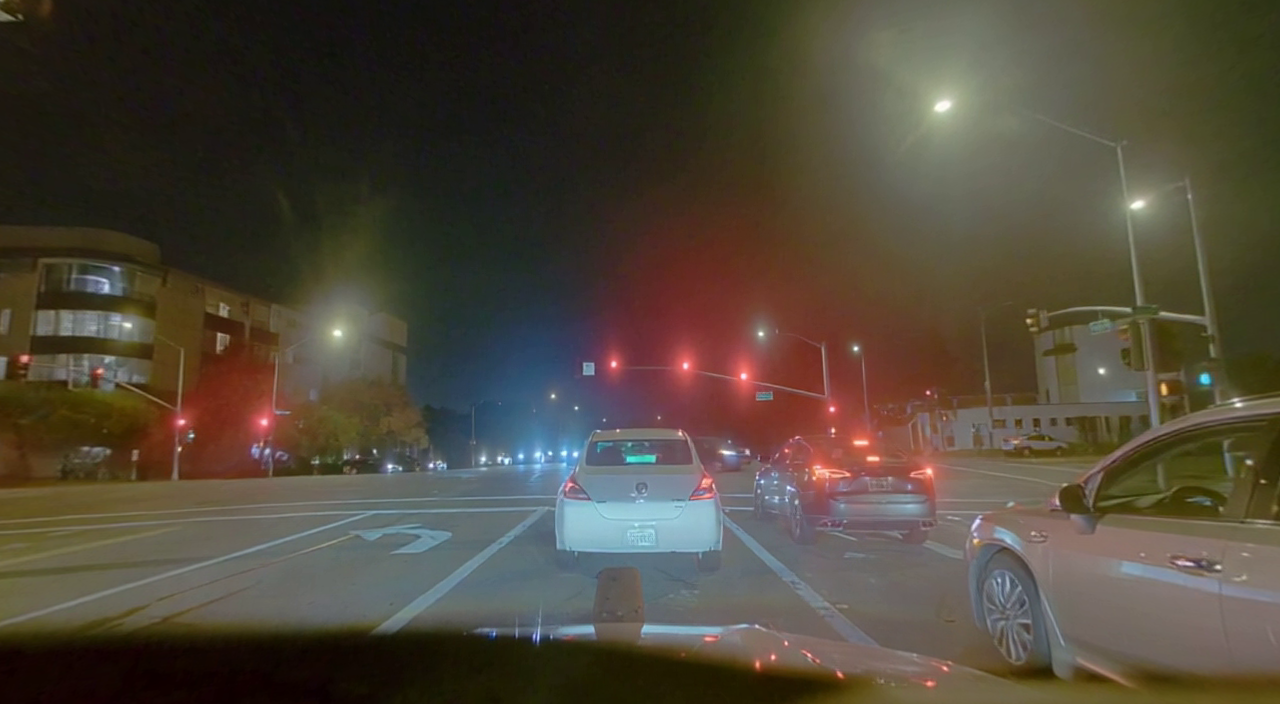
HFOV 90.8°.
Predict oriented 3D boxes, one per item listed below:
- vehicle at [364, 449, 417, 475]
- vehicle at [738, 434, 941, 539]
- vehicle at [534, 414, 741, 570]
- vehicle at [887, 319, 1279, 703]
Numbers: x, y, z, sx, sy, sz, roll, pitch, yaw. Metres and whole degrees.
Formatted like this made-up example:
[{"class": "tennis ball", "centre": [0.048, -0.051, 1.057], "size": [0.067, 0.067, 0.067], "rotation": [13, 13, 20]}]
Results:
[{"class": "vehicle", "centre": [-18.725, 8.261, 47.657], "size": [2.026, 1.836, 4.726], "rotation": [0, -8, 0]}, {"class": "vehicle", "centre": [3.158, 2.218, 11.133], "size": [2.001, 1.463, 4.398], "rotation": [0, -8, -2]}, {"class": "vehicle", "centre": [-0.073, 1.779, 8.758], "size": [2.188, 1.637, 4.027], "rotation": [0, -8, -1]}, {"class": "vehicle", "centre": [2.997, 0.866, 2.660], "size": [2.103, 1.701, 4.294], "rotation": [0, -8, -1]}]
